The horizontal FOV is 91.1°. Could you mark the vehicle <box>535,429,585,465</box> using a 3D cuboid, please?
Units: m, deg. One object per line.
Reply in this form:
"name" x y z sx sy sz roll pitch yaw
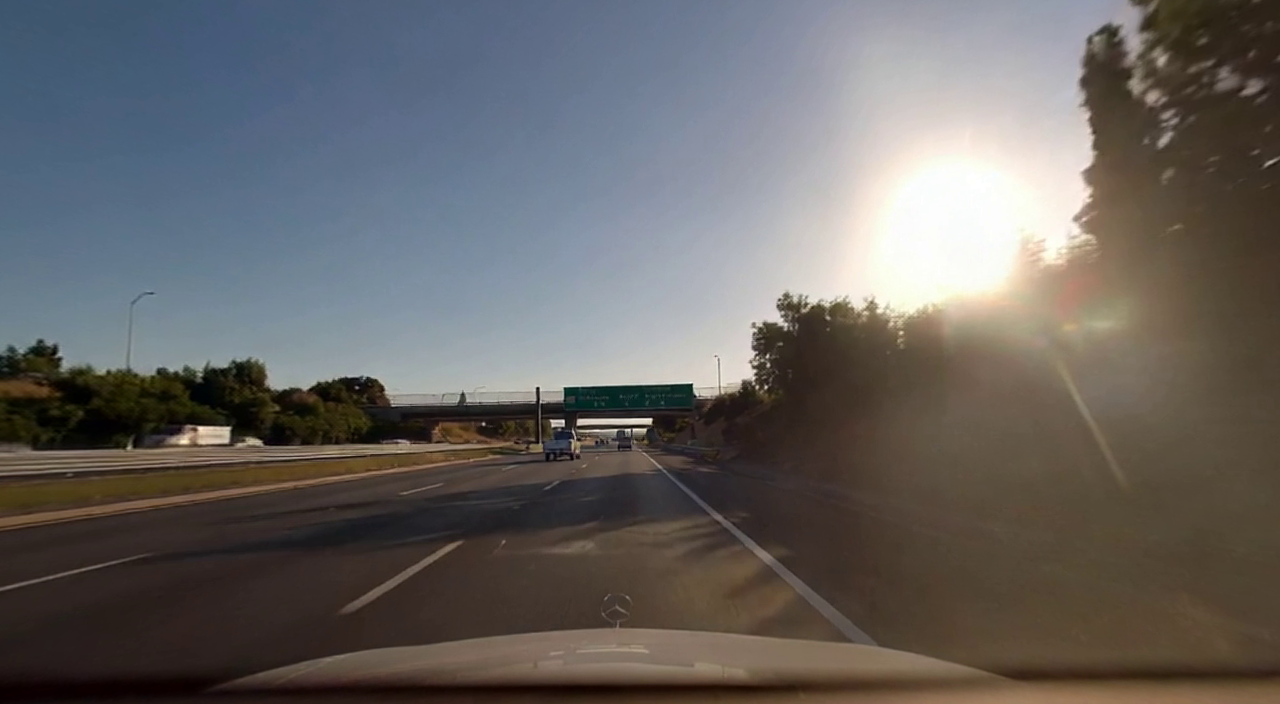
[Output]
"vehicle" -4.686 5.656 37.731 2.281 1.957 5.713 0 -8 -1
